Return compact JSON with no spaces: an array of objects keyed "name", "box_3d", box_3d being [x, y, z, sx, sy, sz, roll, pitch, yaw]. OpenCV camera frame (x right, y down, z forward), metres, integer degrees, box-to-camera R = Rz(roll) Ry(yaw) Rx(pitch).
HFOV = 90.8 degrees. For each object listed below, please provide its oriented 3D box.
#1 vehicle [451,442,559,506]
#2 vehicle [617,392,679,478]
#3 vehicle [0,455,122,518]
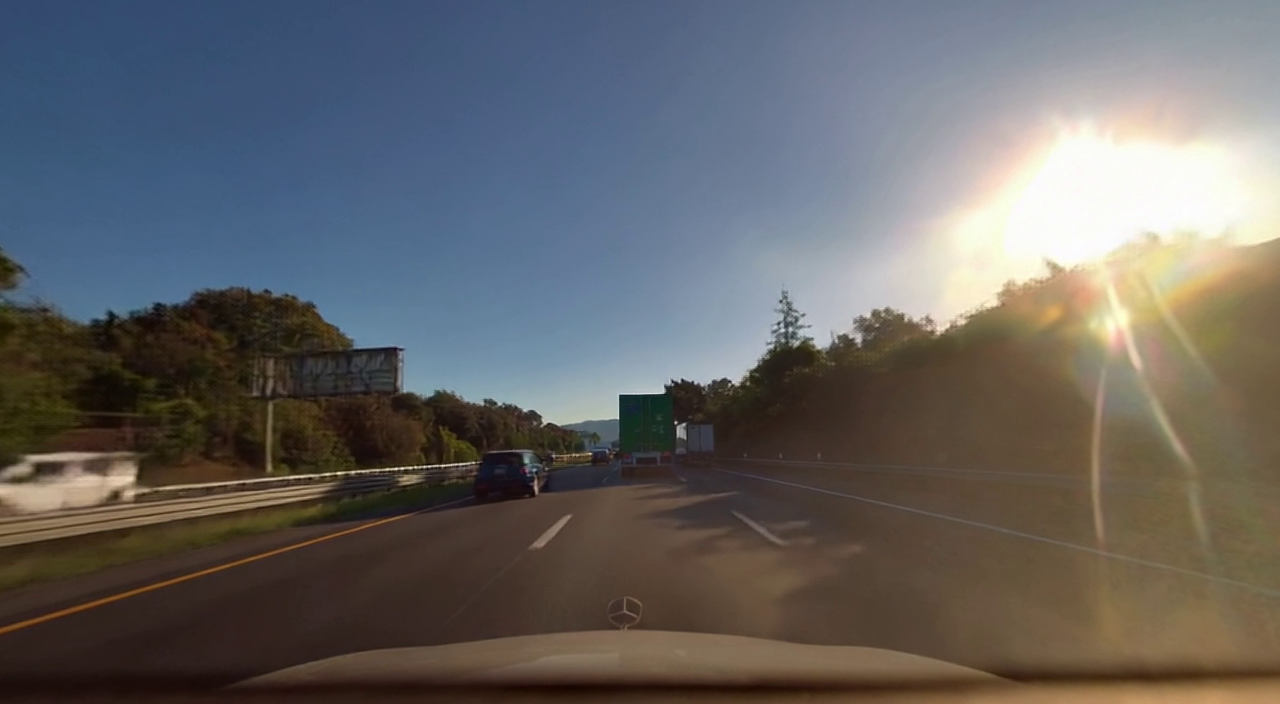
[{"name":"vehicle","box_3d":[-3.541,3.288,17.397,2.050,1.517,3.996,0,-9,1]},{"name":"vehicle","box_3d":[0.349,4.804,35.648,2.932,4.042,11.054,0,-9,0]},{"name":"vehicle","box_3d":[-18.461,3.907,18.621,2.015,1.655,5.025,0,-9,0]}]
